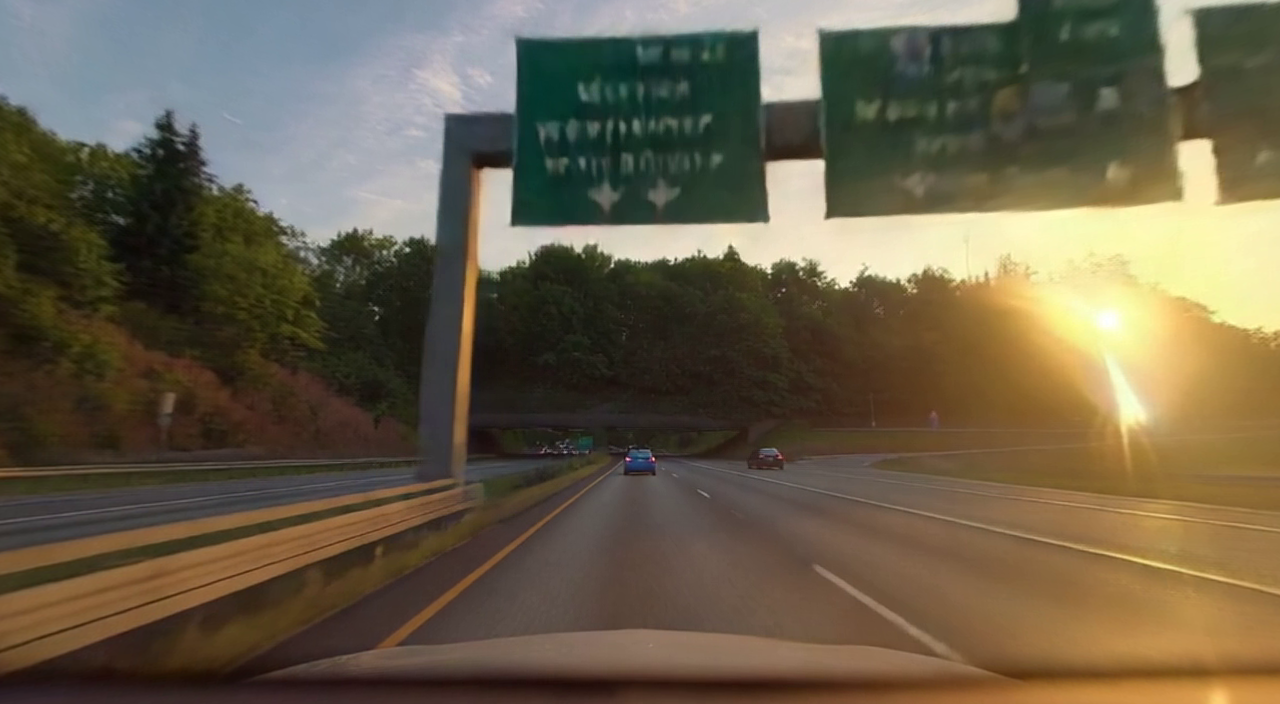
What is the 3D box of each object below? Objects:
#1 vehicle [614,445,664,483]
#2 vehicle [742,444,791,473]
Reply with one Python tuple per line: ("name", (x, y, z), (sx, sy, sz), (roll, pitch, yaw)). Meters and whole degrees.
("vehicle", (-0.084, 4.932, 28.022), (2.069, 1.523, 4.012), (0, -9, -1))
("vehicle", (7.486, 6.348, 37.679), (2.006, 1.639, 4.087), (0, -9, -1))
